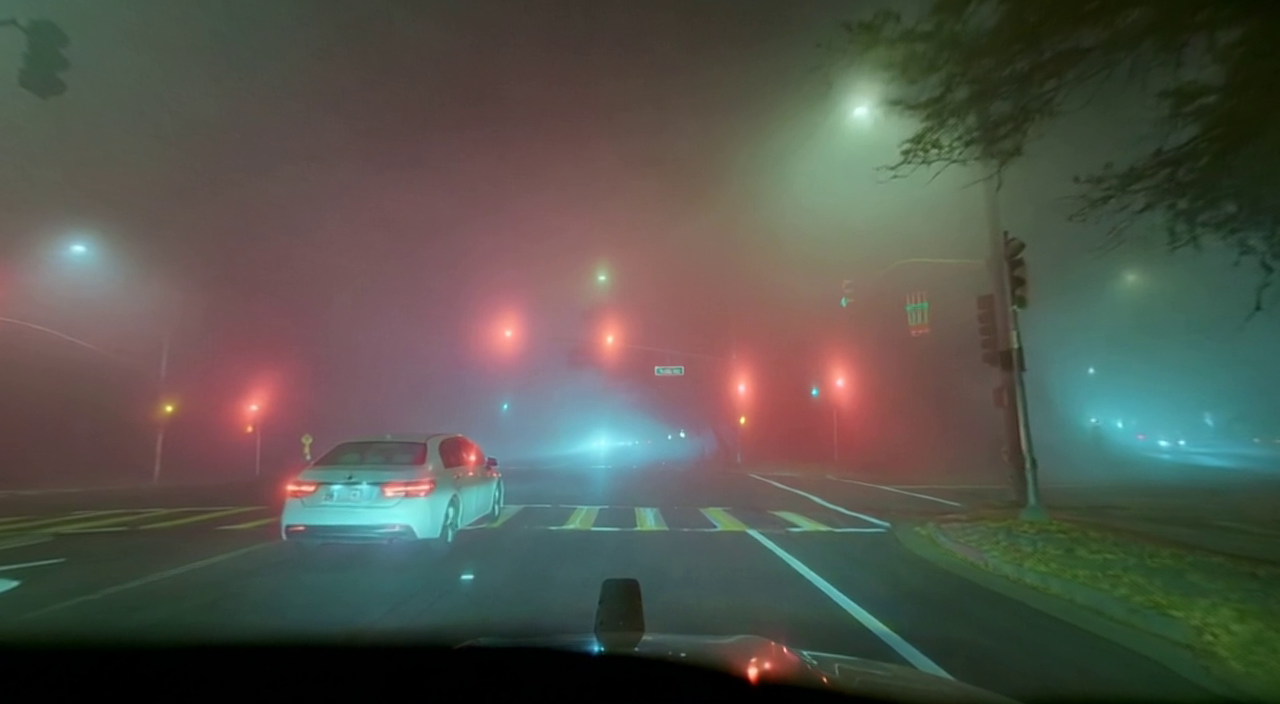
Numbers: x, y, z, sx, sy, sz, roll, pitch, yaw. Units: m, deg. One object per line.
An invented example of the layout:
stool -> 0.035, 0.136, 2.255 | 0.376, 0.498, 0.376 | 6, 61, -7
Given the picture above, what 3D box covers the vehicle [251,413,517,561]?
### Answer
vehicle -> -3.247, 1.810, 9.225 | 2.076, 1.599, 4.483 | 0, -9, -1
